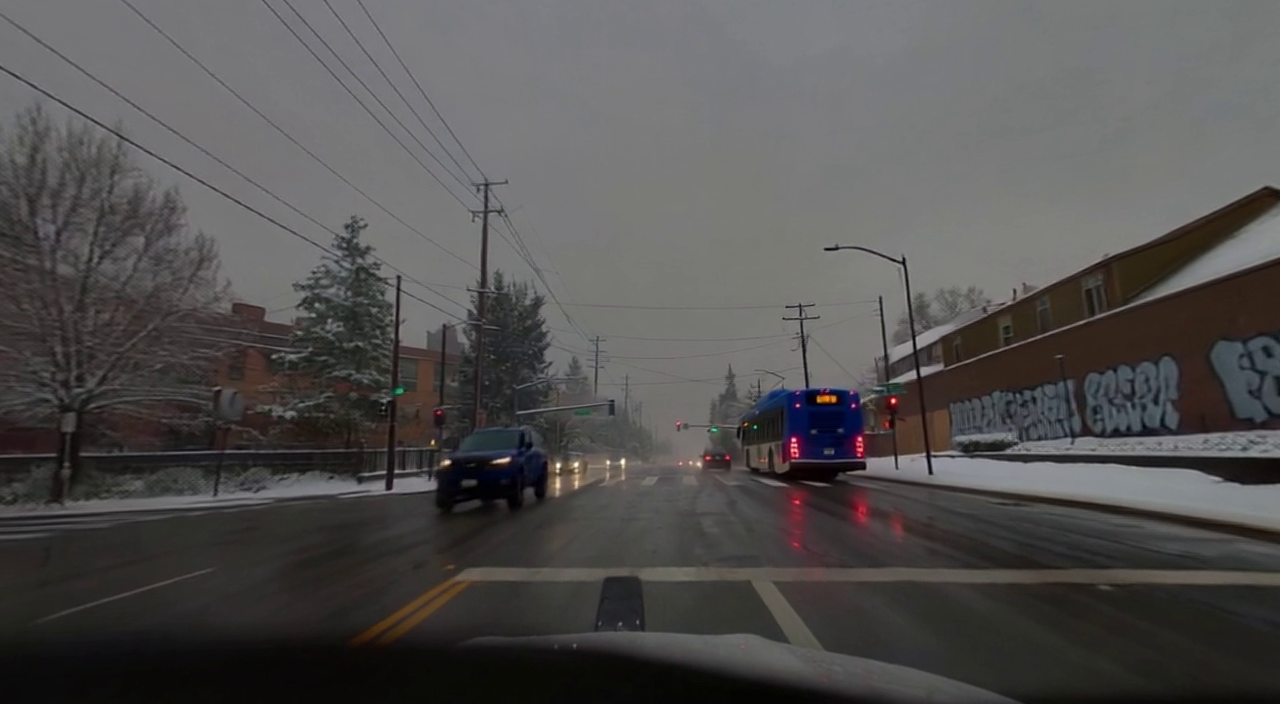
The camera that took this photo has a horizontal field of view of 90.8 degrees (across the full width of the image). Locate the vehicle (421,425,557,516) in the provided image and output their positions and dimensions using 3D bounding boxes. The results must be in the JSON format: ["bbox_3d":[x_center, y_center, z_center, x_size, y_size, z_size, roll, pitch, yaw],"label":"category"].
[{"bbox_3d":[-3.345,2.724,14.940,2.015,1.818,4.061,-1,-9,3],"label":"vehicle"}]

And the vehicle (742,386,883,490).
[{"bbox_3d":[6.736,3.796,27.349,3.045,3.447,12.604,-1,-9,2],"label":"vehicle"}]

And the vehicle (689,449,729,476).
[{"bbox_3d":[3.990,6.464,37.194,1.961,1.470,4.196,0,-9,1],"label":"vehicle"}]
